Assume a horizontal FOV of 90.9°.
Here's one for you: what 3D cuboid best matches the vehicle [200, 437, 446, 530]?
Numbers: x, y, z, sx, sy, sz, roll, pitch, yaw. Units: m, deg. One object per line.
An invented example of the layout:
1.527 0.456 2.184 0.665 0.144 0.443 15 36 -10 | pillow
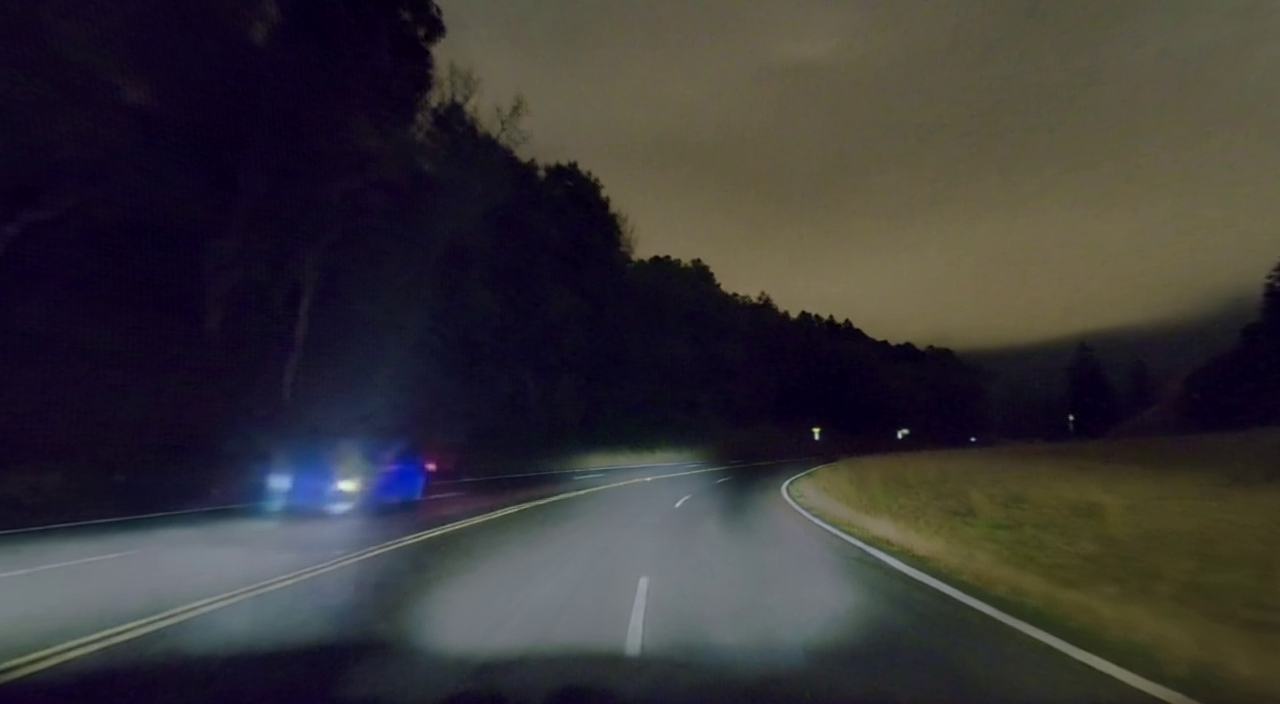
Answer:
-6.024 2.562 12.893 2.111 1.509 4.823 -1 -9 7 | vehicle
